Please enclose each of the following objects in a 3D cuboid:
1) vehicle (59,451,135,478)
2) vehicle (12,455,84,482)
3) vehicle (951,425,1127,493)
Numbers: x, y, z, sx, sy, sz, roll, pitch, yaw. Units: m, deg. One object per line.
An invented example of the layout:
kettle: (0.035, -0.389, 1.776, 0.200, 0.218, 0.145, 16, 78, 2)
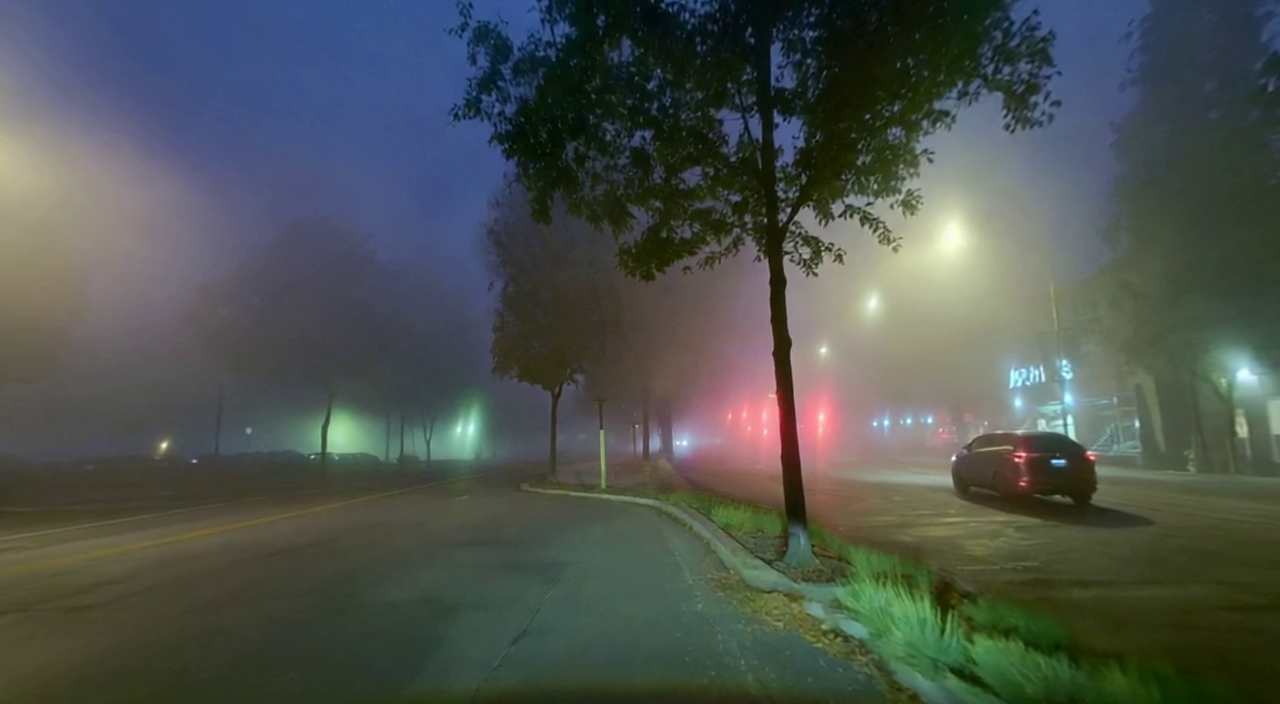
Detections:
vehicle: (-34.853, 7.171, 40.513, 5.124, 1.541, 2.121, -5, -10, 32)
vehicle: (-35.949, 7.014, 38.334, 4.157, 1.458, 2.130, -6, -10, 33)
vehicle: (10.960, 2.985, 17.894, 2.100, 1.638, 4.545, 0, -9, 2)
